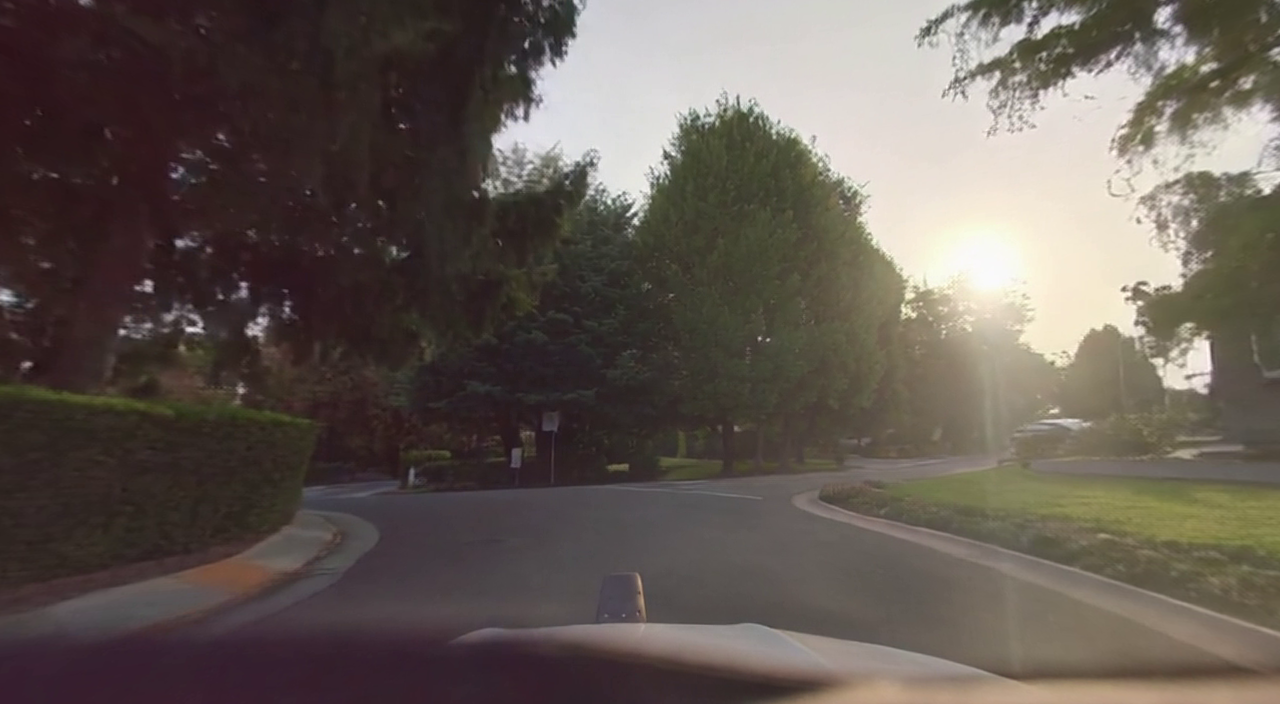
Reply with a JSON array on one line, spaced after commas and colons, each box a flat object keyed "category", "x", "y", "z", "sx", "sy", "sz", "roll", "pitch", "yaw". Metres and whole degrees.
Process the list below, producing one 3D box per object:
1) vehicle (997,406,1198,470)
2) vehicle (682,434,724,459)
[{"category": "vehicle", "x": 14.258, "y": 2.747, "z": 20.093, "sx": 2.023, "sy": 1.756, "sz": 4.799, "roll": 2, "pitch": -8, "yaw": -17}, {"category": "vehicle", "x": 4.265, "y": 6.450, "z": 43.108, "sx": 1.802, "sy": 1.548, "sz": 3.501, "roll": 3, "pitch": -8, "yaw": -13}]
